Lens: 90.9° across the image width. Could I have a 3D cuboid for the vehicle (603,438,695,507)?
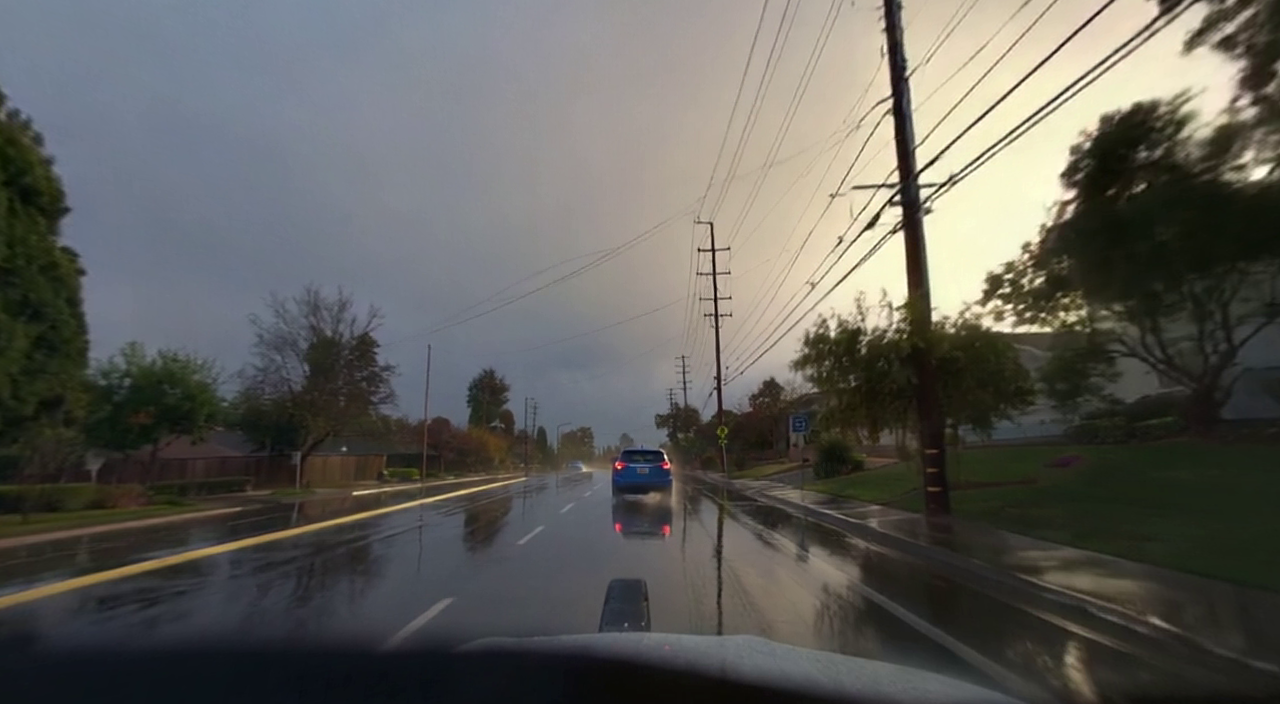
[{"bbox_3d":[0.228,3.231,17.333,2.200,1.653,4.127,0,-9,0],"label":"vehicle"}]
